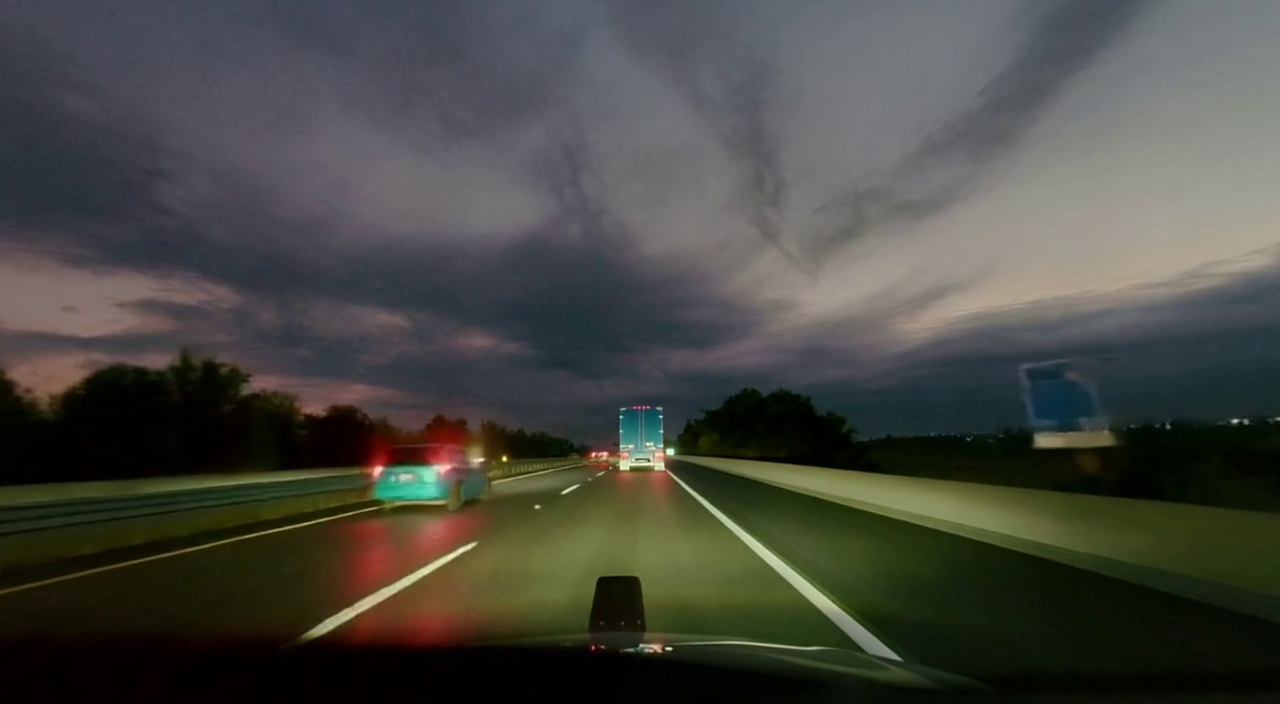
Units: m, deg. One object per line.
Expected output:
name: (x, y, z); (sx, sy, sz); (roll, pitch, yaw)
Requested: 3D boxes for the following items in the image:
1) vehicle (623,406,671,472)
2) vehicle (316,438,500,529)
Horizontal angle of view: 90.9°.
vehicle: (0.487, 6.017, 43.269); (2.899, 3.966, 10.053); (0, -9, 1)
vehicle: (-4.477, 2.592, 13.111); (2.051, 1.538, 4.569); (0, -9, 0)
